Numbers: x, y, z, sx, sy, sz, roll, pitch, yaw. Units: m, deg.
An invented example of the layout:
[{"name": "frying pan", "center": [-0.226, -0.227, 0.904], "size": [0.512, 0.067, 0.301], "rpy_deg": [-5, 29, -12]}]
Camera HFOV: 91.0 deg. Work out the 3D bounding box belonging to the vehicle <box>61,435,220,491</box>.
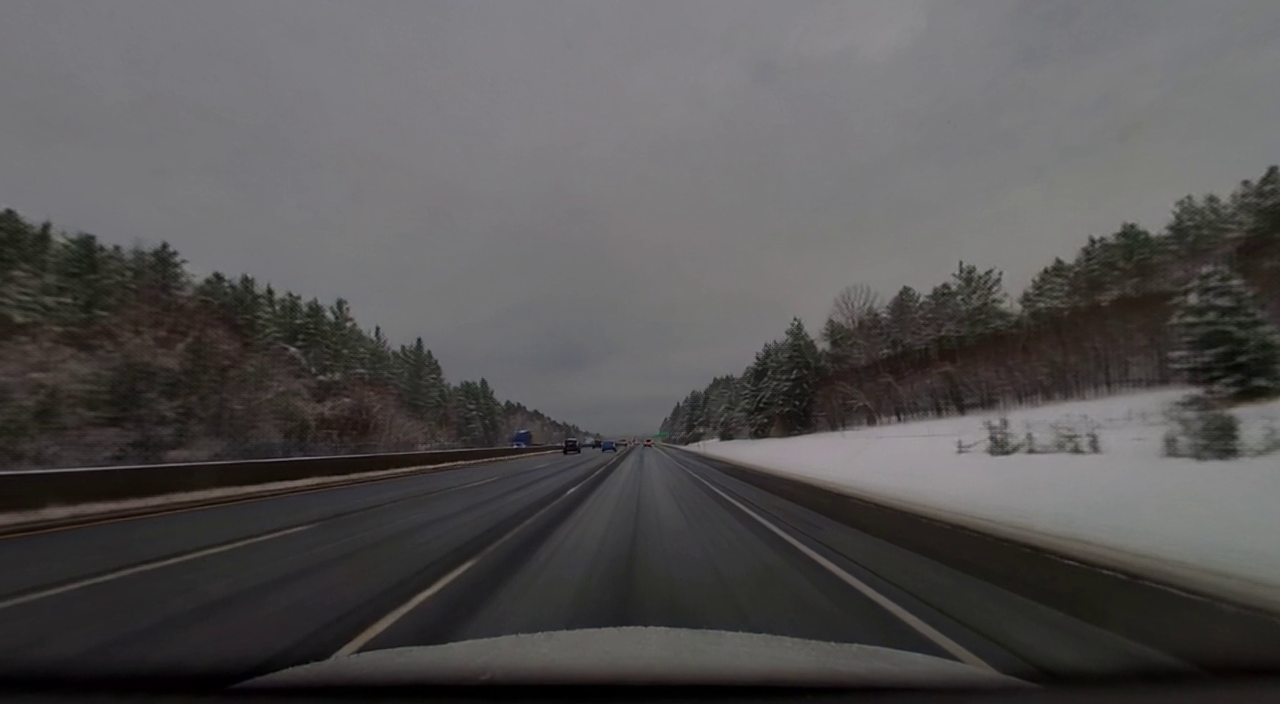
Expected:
[{"name": "vehicle", "center": [-15.522, 3.415, 19.905], "size": [1.771, 1.483, 4.008], "rpy_deg": [3, -7, -2]}]
